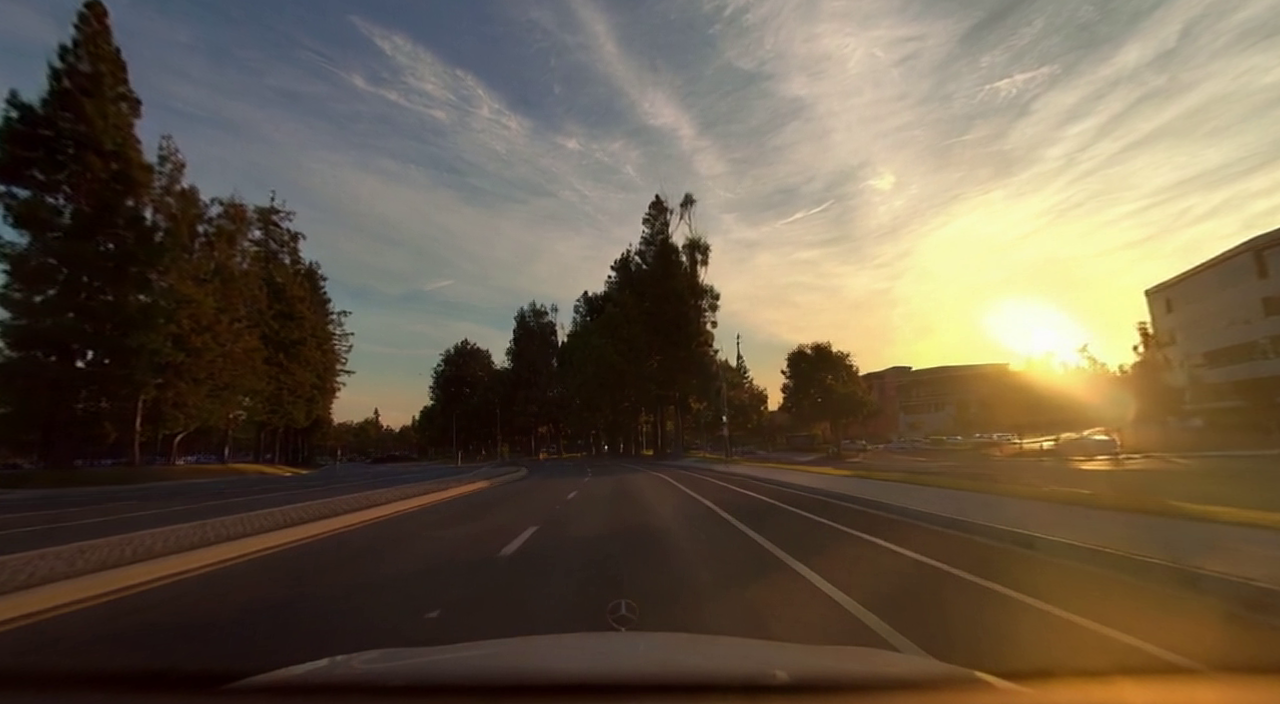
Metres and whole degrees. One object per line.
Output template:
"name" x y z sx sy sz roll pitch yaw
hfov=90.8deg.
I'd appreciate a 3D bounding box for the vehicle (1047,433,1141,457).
"vehicle" 31.029 6.336 43.258 5.062 1.557 1.988 1 -8 -6
